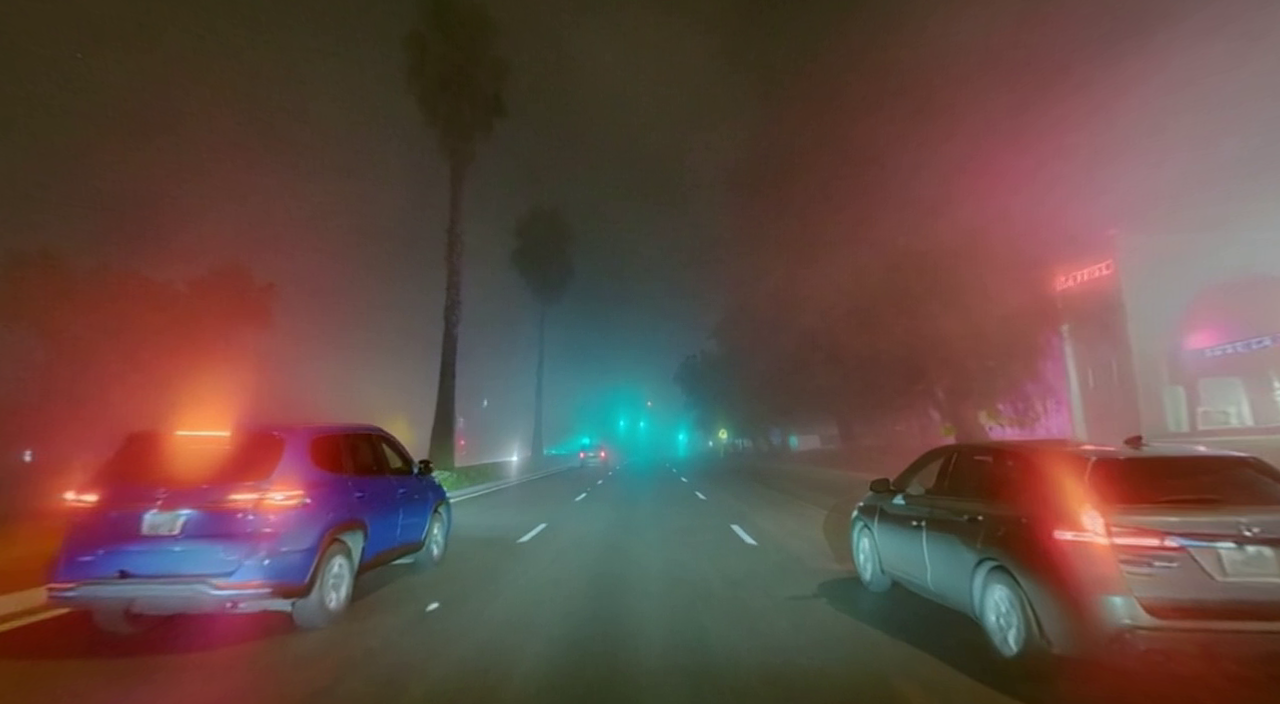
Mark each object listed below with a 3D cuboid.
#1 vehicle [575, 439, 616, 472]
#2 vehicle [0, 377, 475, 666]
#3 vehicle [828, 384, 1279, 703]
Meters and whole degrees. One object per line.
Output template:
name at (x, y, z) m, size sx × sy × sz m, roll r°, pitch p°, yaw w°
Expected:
vehicle at (-2.490, 5.938, 36.293) m, size 1.998 × 1.743 × 4.402 m, roll 0°, pitch -8°, yaw 1°
vehicle at (-3.266, 1.380, 6.226) m, size 2.058 × 1.804 × 4.391 m, roll 0°, pitch -8°, yaw 0°
vehicle at (2.905, 1.166, 4.293) m, size 1.946 × 1.513 × 4.133 m, roll 0°, pitch -8°, yaw 0°
